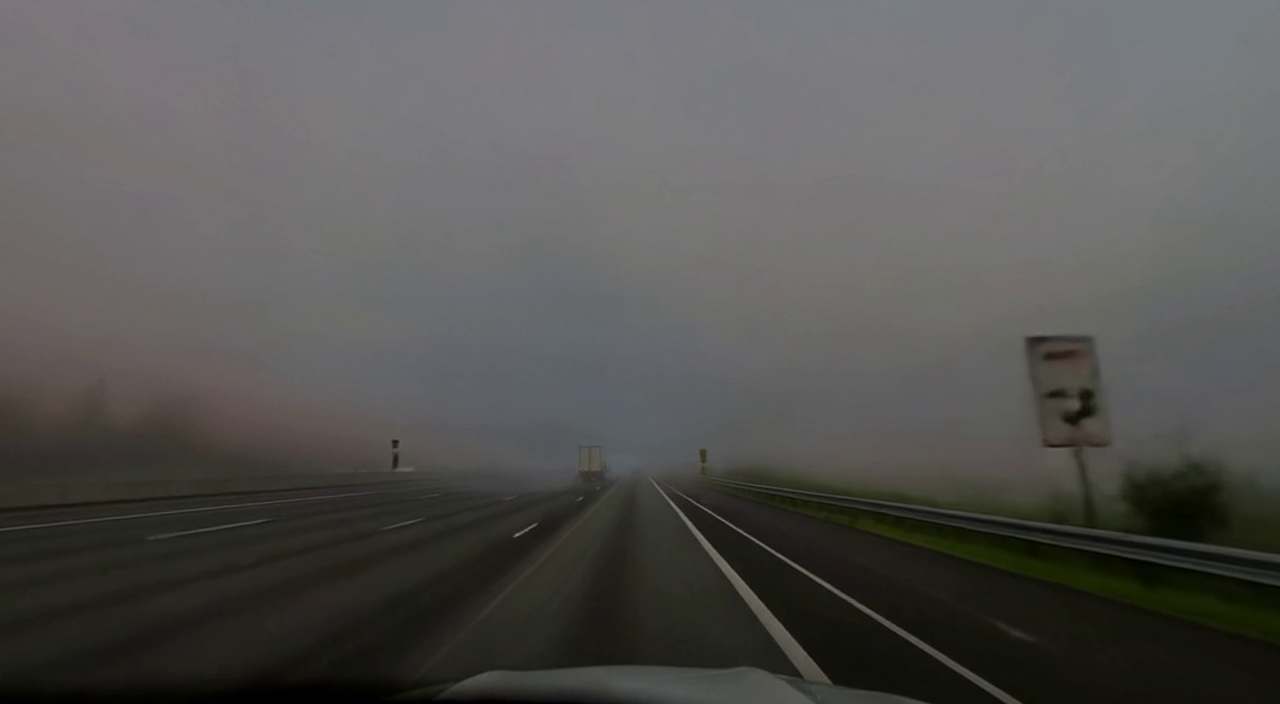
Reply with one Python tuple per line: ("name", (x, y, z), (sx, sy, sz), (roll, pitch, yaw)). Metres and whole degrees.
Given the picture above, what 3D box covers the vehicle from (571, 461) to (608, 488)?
("vehicle", (-3.287, 8.058, 41.641), (2.092, 1.642, 3.895), (1, -11, -1))
